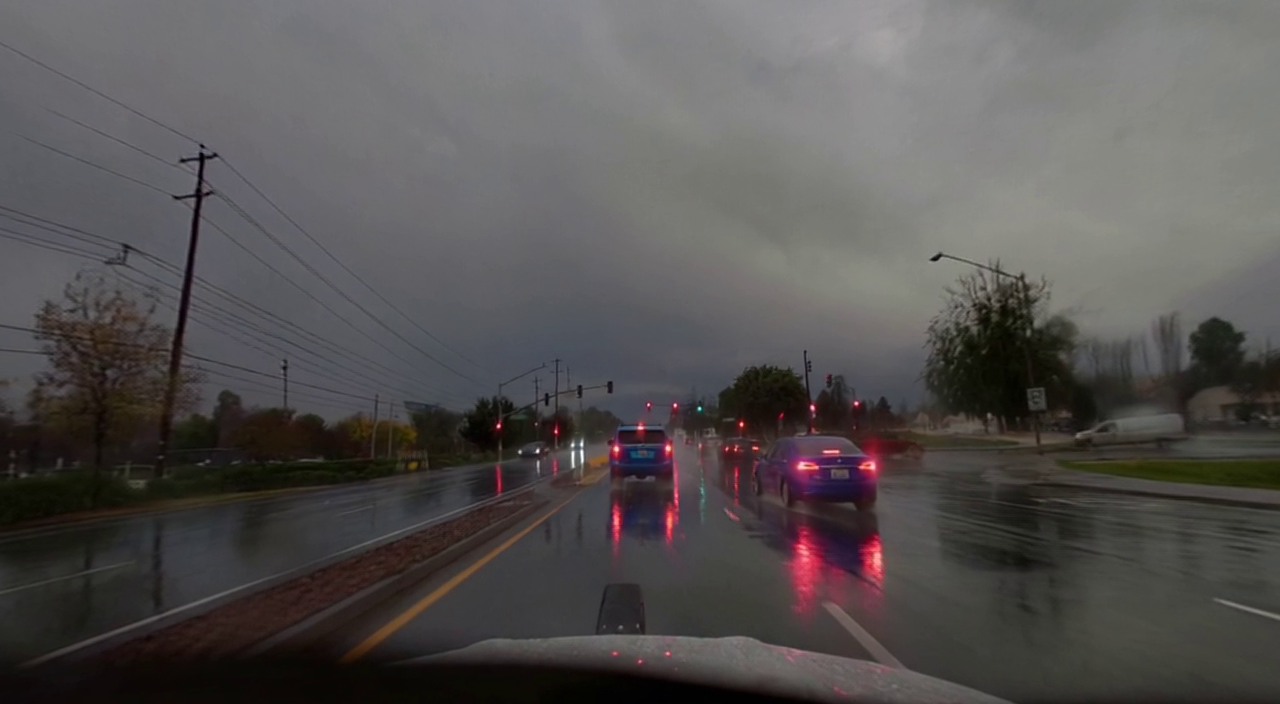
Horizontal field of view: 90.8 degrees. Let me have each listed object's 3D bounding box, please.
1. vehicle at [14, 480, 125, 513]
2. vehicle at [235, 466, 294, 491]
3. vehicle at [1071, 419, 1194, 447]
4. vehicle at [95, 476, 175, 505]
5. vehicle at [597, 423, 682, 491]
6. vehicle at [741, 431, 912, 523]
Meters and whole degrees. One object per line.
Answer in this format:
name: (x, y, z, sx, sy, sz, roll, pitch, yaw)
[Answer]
vehicle: (-32.453, 8.198, 36.015, 4.224, 1.614, 2.123, -1, -8, 0)
vehicle: (-25.690, 8.637, 43.219, 3.826, 1.522, 1.741, -7, -10, 29)
vehicle: (37.392, 6.237, 48.213, 7.088, 1.918, 2.678, -7, -10, 38)
vehicle: (-33.208, 9.102, 41.606, 3.637, 1.483, 2.007, -3, -5, 2)
vehicle: (-0.042, 3.179, 19.403, 2.300, 1.821, 4.254, 0, -8, -1)
vehicle: (3.372, 2.350, 12.508, 1.984, 1.462, 4.513, 0, -8, 0)
